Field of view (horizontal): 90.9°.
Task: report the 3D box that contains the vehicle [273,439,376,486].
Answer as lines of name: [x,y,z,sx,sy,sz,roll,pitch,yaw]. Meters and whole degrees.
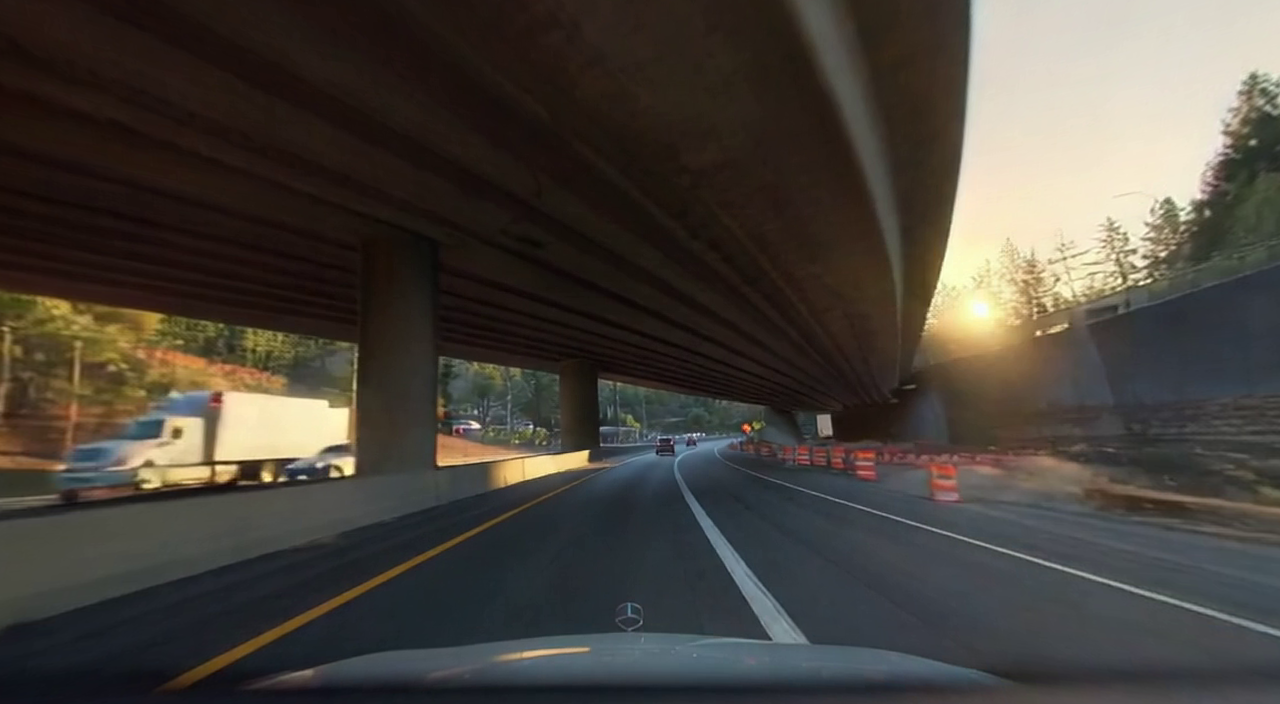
vehicle: [-14.090,4.922,28.528,2.023,1.956,4.623,-1,-8,3]

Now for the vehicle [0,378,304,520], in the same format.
vehicle: [-14.544,2.971,19.909,2.775,3.490,8.472,0,-8,3]
